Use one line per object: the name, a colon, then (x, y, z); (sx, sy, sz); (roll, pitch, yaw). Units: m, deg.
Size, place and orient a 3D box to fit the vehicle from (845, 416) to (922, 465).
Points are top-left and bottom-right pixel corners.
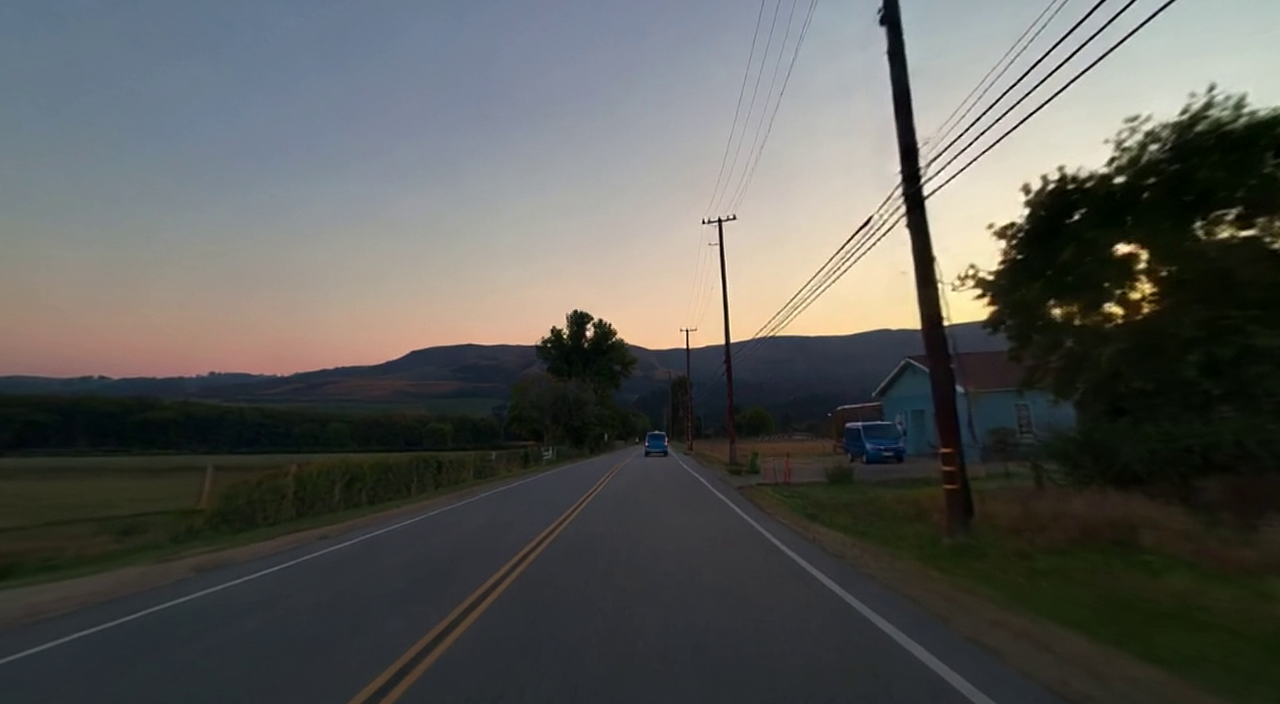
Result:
vehicle: (10.968, 4.018, 28.704); (2.077, 1.919, 4.690); (-5, -8, 7)
